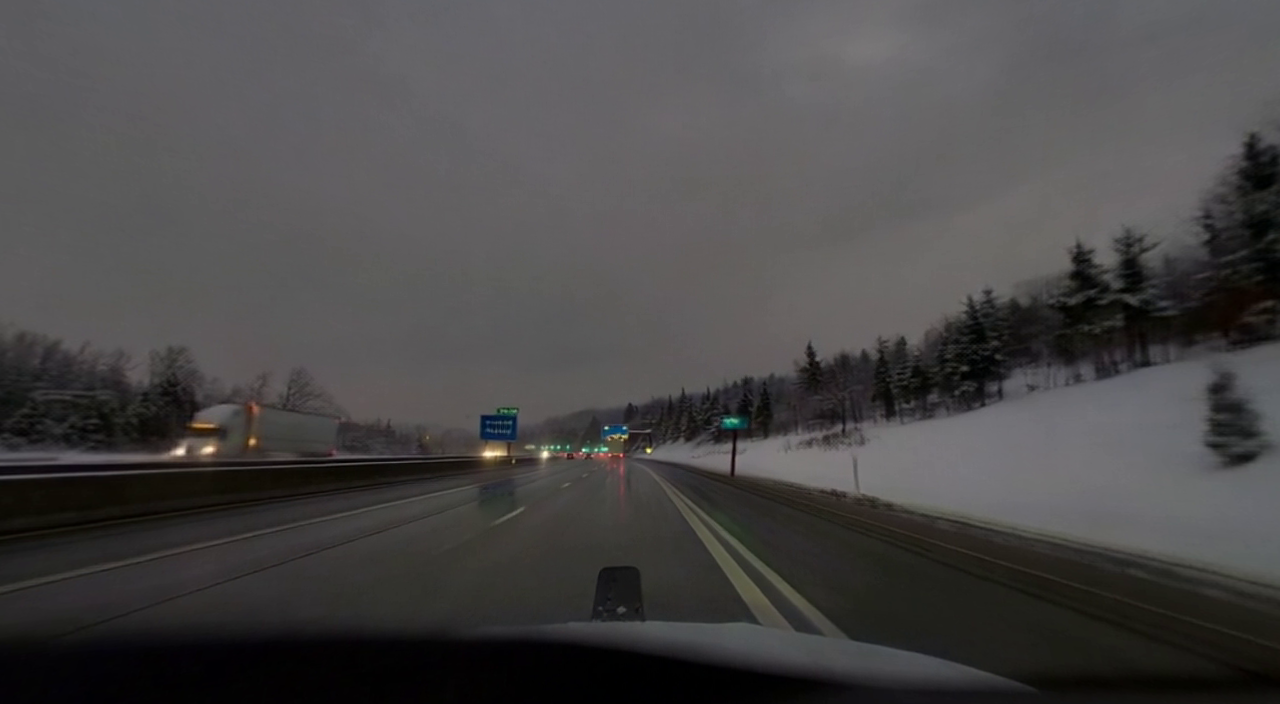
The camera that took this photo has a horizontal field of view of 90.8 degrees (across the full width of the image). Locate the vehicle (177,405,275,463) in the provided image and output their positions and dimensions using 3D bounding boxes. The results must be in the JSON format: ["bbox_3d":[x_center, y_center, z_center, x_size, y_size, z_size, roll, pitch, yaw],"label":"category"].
[{"bbox_3d":[-29.491,5.972,45.320,2.987,3.855,5.979,0,-9,-2],"label":"vehicle"}]
